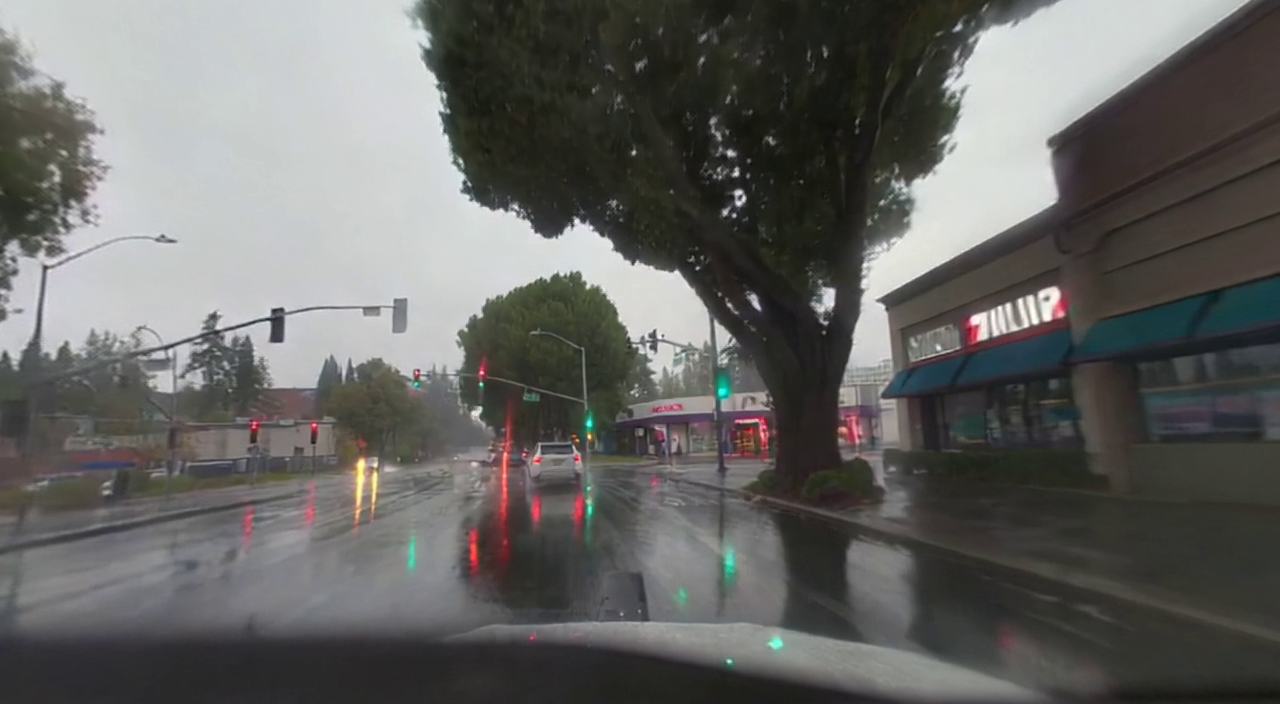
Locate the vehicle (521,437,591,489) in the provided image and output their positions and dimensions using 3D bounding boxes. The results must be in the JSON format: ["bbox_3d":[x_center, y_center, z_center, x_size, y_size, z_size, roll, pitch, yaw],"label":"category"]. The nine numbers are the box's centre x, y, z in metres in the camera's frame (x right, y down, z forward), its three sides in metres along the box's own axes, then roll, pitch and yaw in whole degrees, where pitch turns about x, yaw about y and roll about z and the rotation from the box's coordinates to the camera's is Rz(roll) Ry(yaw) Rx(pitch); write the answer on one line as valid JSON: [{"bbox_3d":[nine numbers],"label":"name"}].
[{"bbox_3d":[-3.199,4.069,23.417,2.227,1.733,3.930,2,-9,-12],"label":"vehicle"}]

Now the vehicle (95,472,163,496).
[{"bbox_3d":[-37.740,9.763,46.774,2.004,1.479,4.230,2,-9,-10],"label":"vehicle"}]
